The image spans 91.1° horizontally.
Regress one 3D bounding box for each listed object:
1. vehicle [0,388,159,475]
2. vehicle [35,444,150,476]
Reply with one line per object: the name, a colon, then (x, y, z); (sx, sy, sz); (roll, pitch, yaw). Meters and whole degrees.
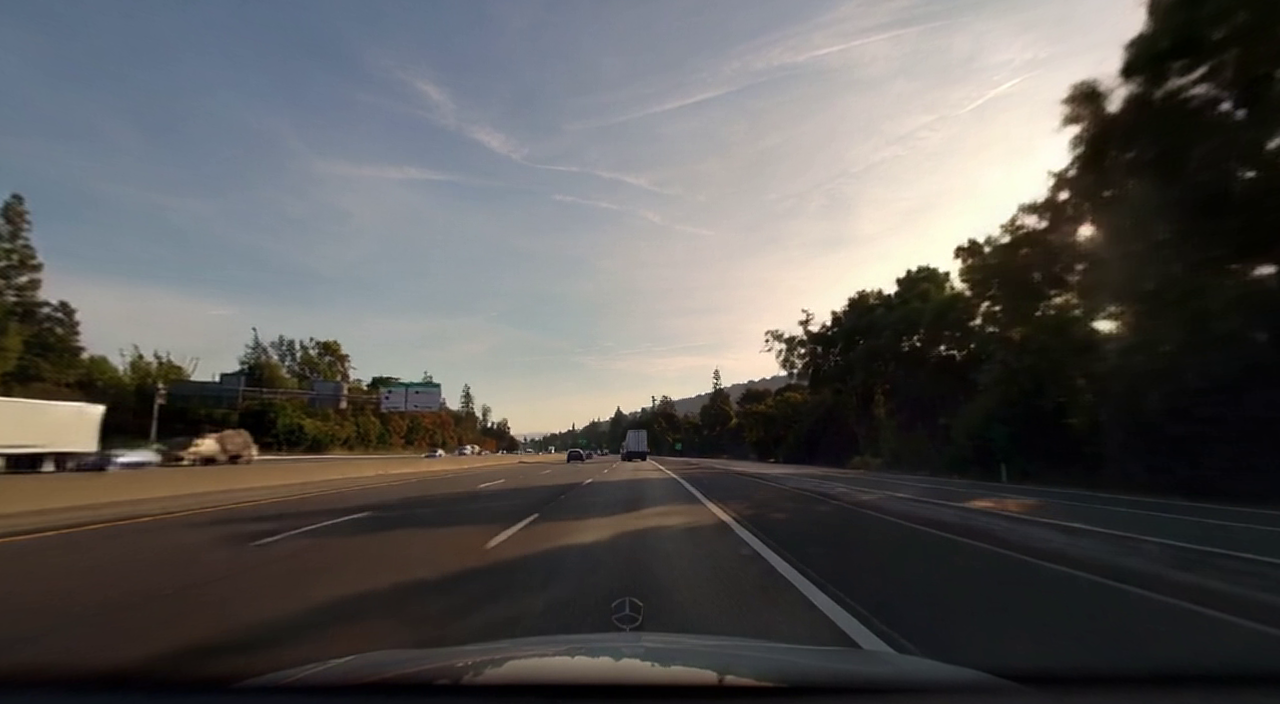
vehicle: (-32.537, 4.122, 32.137); (2.884, 4.194, 16.639); (0, -8, -1)
vehicle: (-28.193, 5.542, 32.563); (1.851, 1.549, 4.520); (0, -8, 0)
